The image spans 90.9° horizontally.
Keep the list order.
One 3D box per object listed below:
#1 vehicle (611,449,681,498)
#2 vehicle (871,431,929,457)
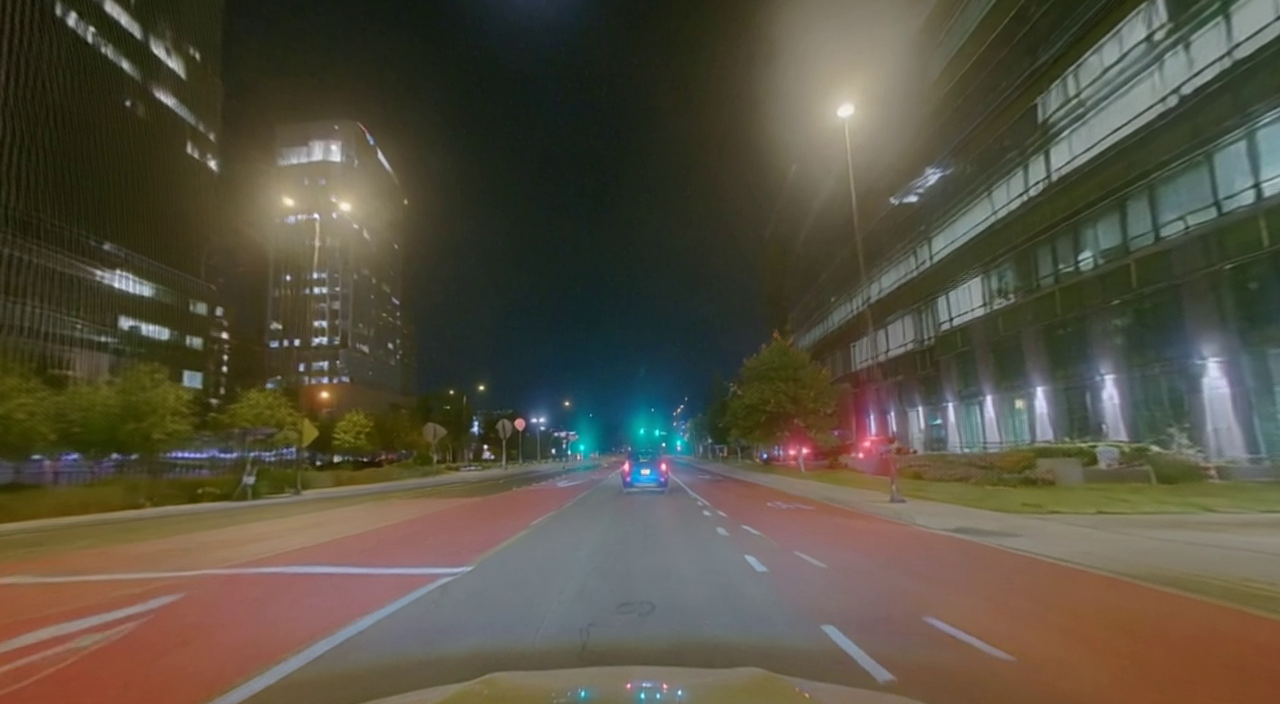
[{"bbox_3d":[0.167,3.919,20.689,2.063,1.442,4.135,0,-9,0],"label":"vehicle"},{"bbox_3d":[15.662,5.614,38.201,1.979,1.460,3.848,-1,-10,2],"label":"vehicle"}]
